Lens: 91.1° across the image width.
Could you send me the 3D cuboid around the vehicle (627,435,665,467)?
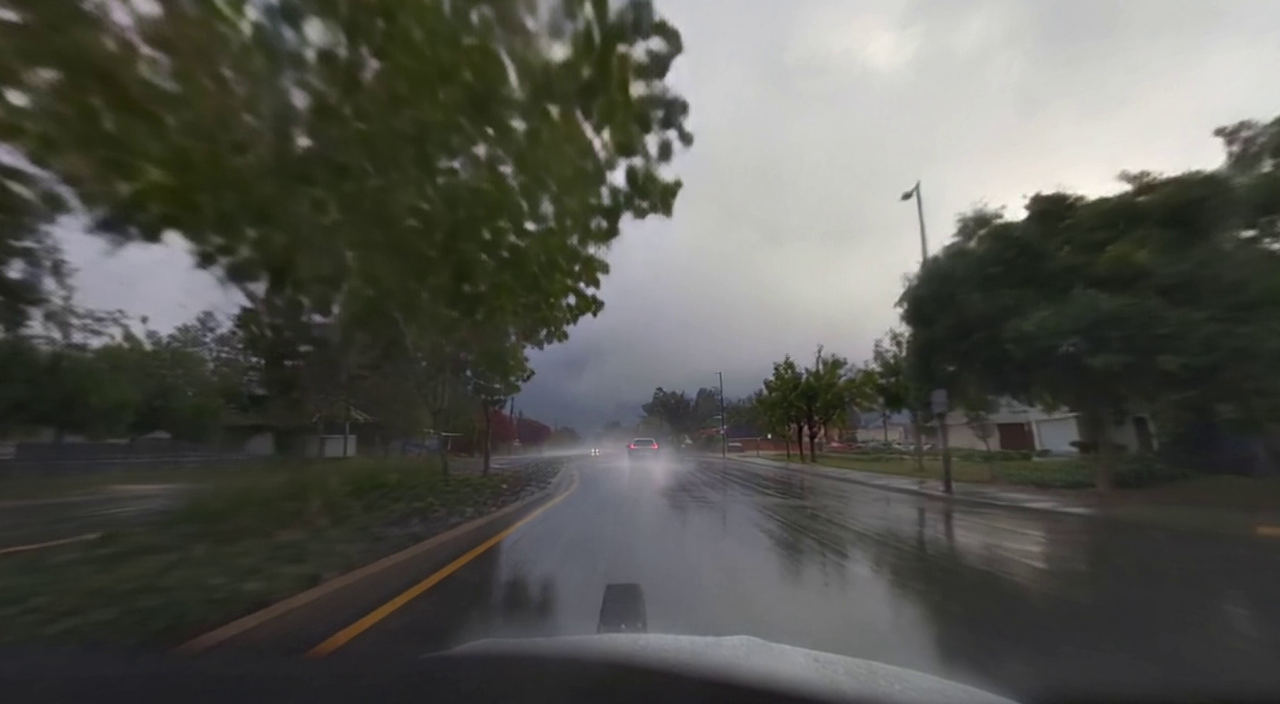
[{"bbox_3d":[0.300,5.853,37.258,2.165,1.783,4.391,0,-8,-1],"label":"vehicle"}]
